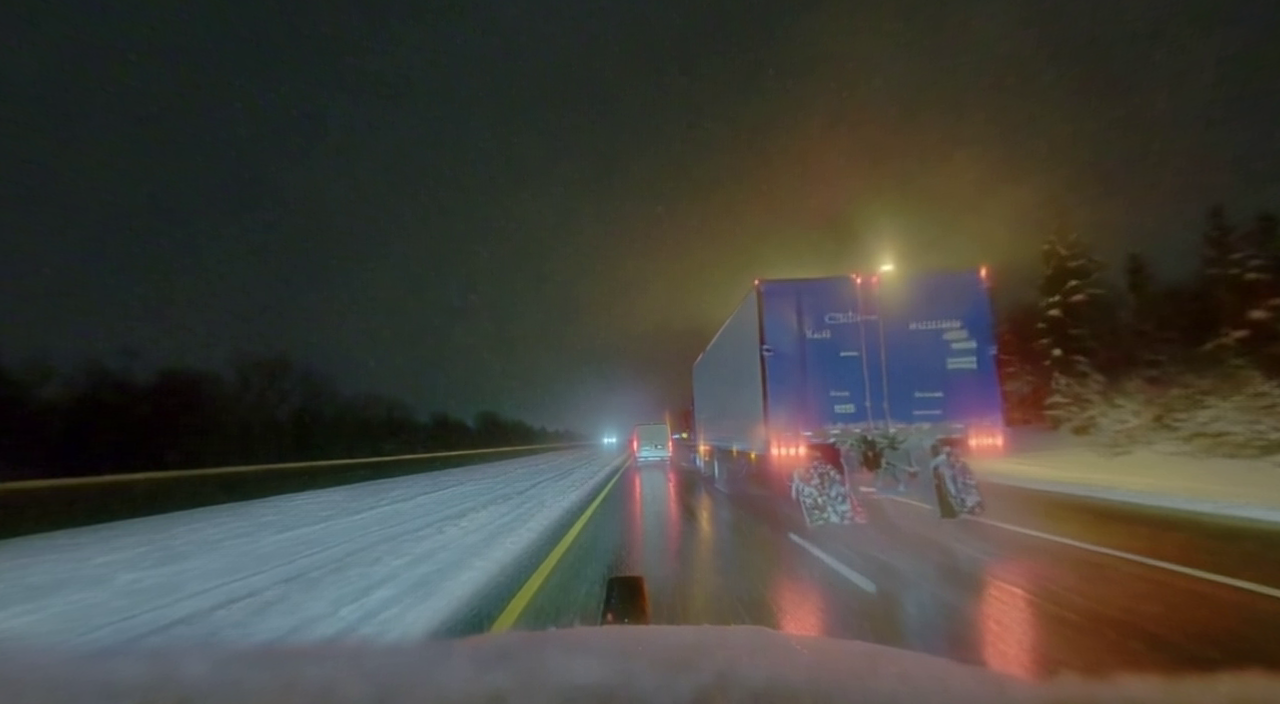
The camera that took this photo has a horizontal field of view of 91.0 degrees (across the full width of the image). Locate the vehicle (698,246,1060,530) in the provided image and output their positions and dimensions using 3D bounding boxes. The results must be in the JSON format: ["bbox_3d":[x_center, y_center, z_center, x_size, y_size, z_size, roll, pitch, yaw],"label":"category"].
[{"bbox_3d":[4.238,1.652,17.697,3.892,4.216,16.830,0,-8,1],"label":"vehicle"}]

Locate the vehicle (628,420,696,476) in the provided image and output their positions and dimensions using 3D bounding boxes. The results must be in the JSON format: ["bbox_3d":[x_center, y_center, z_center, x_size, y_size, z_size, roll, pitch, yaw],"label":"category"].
[{"bbox_3d":[0.837,3.789,25.041,2.469,2.027,4.554,0,-8,1],"label":"vehicle"}]
